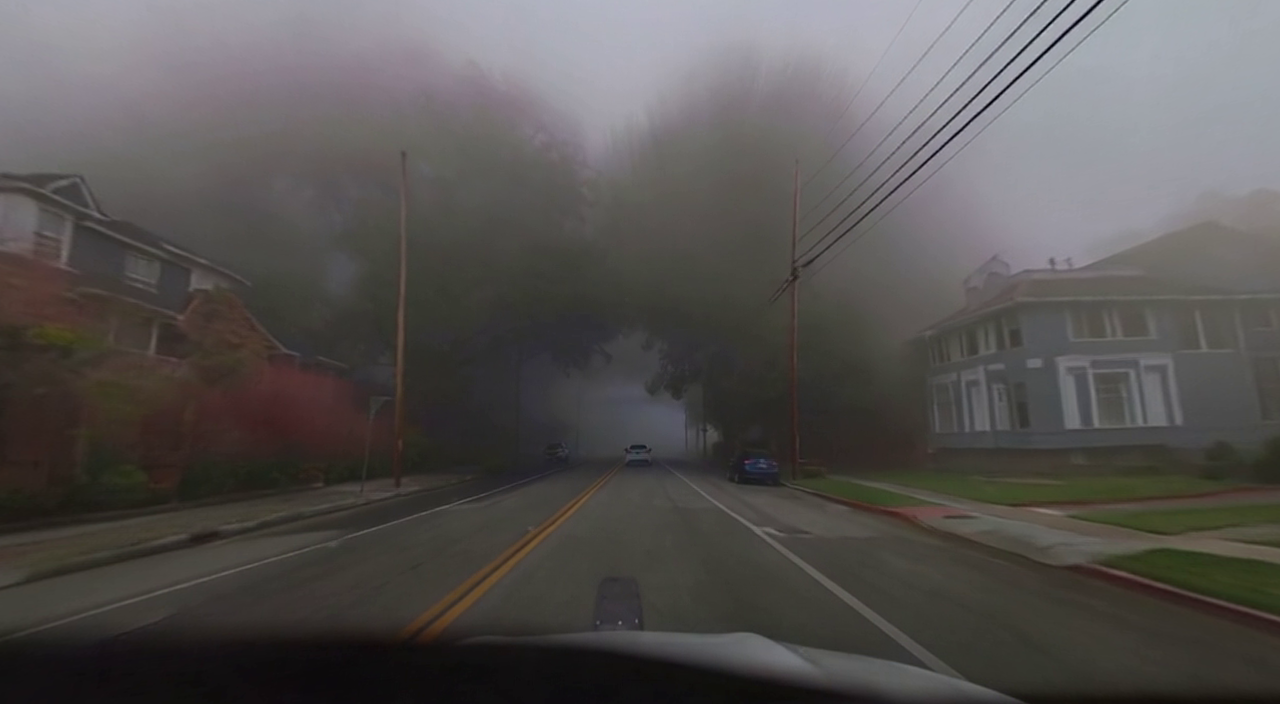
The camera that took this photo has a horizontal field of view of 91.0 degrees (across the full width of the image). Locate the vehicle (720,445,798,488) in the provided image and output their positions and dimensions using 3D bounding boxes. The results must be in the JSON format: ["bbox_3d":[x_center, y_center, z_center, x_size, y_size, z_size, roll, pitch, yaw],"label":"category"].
[{"bbox_3d":[4.499,4.397,24.669,1.977,1.481,5.155,0,-8,-1],"label":"vehicle"}]

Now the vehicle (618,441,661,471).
[{"bbox_3d":[-0.056,5.397,32.895,2.104,1.500,3.815,0,-8,0],"label":"vehicle"}]
